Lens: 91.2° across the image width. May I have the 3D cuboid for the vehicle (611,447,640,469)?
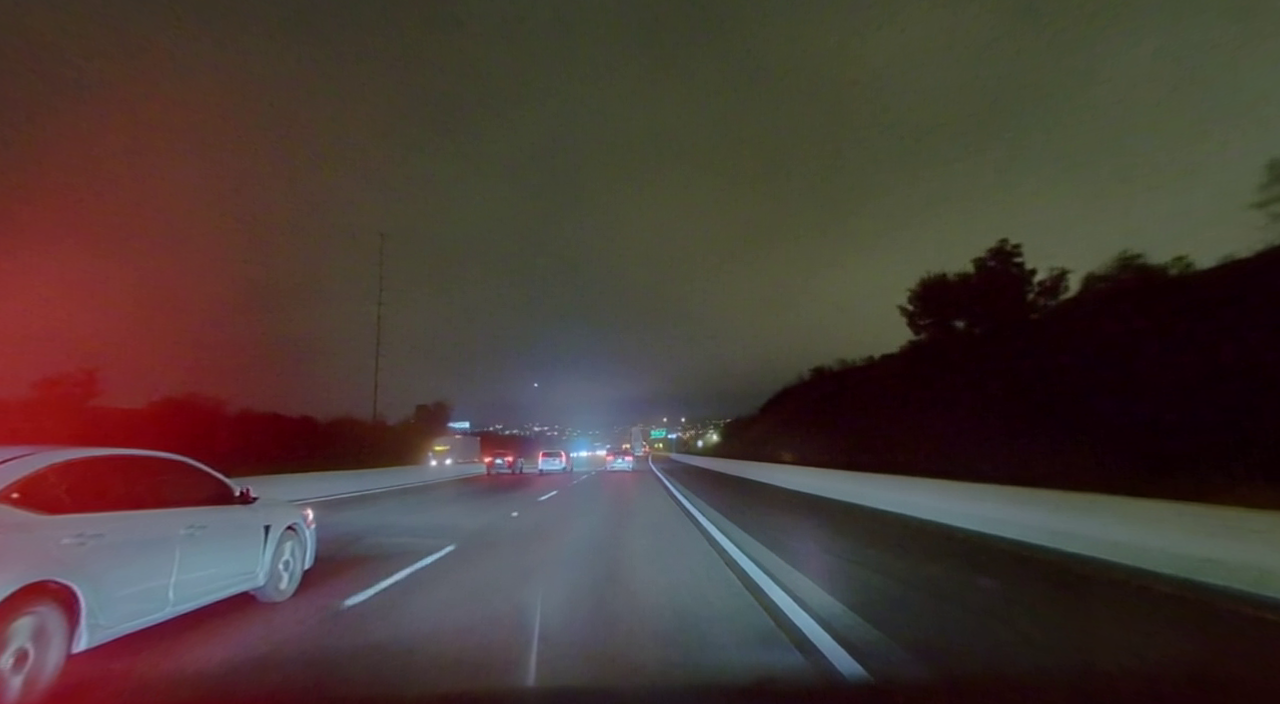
[{"bbox_3d":[-1.048,7.636,45.381,2.023,1.479,3.718,0,-9,-1],"label":"vehicle"}]

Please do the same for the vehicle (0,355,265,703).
[{"bbox_3d":[-4.036,0.872,2.642,2.074,1.779,4.588,0,-9,-1],"label":"vehicle"}]

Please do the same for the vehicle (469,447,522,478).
[{"bbox_3d":[-7.715,5.922,33.812,1.936,1.516,3.904,0,-9,0],"label":"vehicle"}]

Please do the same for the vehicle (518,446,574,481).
[{"bbox_3d":[-4.250,5.115,28.954,1.988,1.477,4.118,0,-9,0],"label":"vehicle"}]
